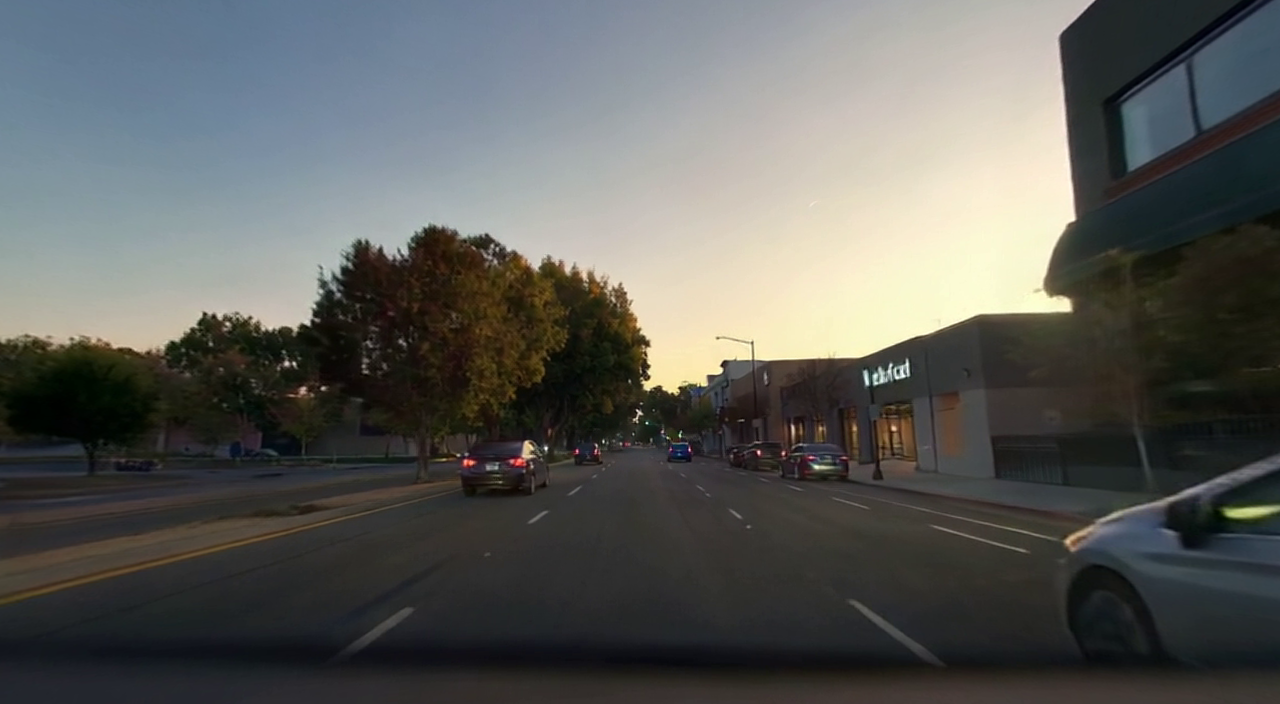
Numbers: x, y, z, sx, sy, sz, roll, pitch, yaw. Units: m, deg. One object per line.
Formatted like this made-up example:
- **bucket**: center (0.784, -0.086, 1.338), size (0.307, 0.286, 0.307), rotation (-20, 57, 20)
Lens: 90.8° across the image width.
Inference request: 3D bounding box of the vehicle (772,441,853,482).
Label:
- **vehicle**: center (6.719, 4.309, 25.124), size (1.896, 1.479, 4.416), rotation (0, -9, -1)

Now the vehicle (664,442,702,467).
- **vehicle**: center (2.649, 6.391, 39.608), size (1.961, 1.482, 4.538), rotation (0, -9, -1)

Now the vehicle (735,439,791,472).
- **vehicle**: center (6.533, 5.555, 34.018), size (1.983, 1.618, 4.108), rotation (0, -9, -4)

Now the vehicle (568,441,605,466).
- **vehicle**: center (-3.704, 7.190, 44.816), size (2.145, 1.694, 4.642), rotation (0, -9, 1)

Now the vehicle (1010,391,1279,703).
- **vehicle**: center (3.376, 0.790, 1.630), size (2.021, 1.491, 4.563), rotation (0, -9, -1)

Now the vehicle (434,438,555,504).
- **vehicle**: center (-3.579, 3.027, 16.503), size (2.060, 1.466, 4.387), rotation (0, -9, 1)
